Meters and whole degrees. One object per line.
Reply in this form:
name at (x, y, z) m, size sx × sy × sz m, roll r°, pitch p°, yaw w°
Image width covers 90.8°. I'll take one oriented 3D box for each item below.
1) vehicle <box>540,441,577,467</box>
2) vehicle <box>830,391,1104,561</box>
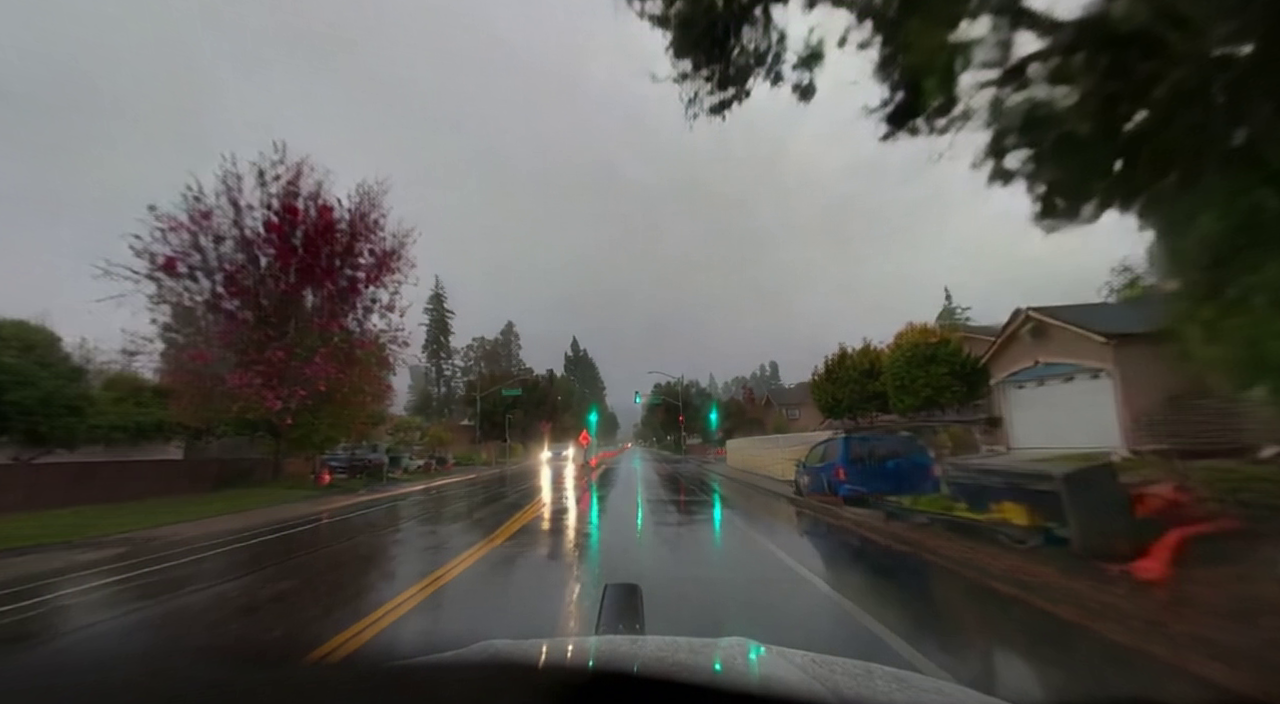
vehicle at (-6.250, 7.866, 48.801) m, size 2.240 × 1.879 × 4.847 m, roll 0°, pitch -9°, yaw -1°
vehicle at (4.271, 1.680, 9.016) m, size 2.241 × 1.935 × 3.270 m, roll -1°, pitch -9°, yaw 4°
